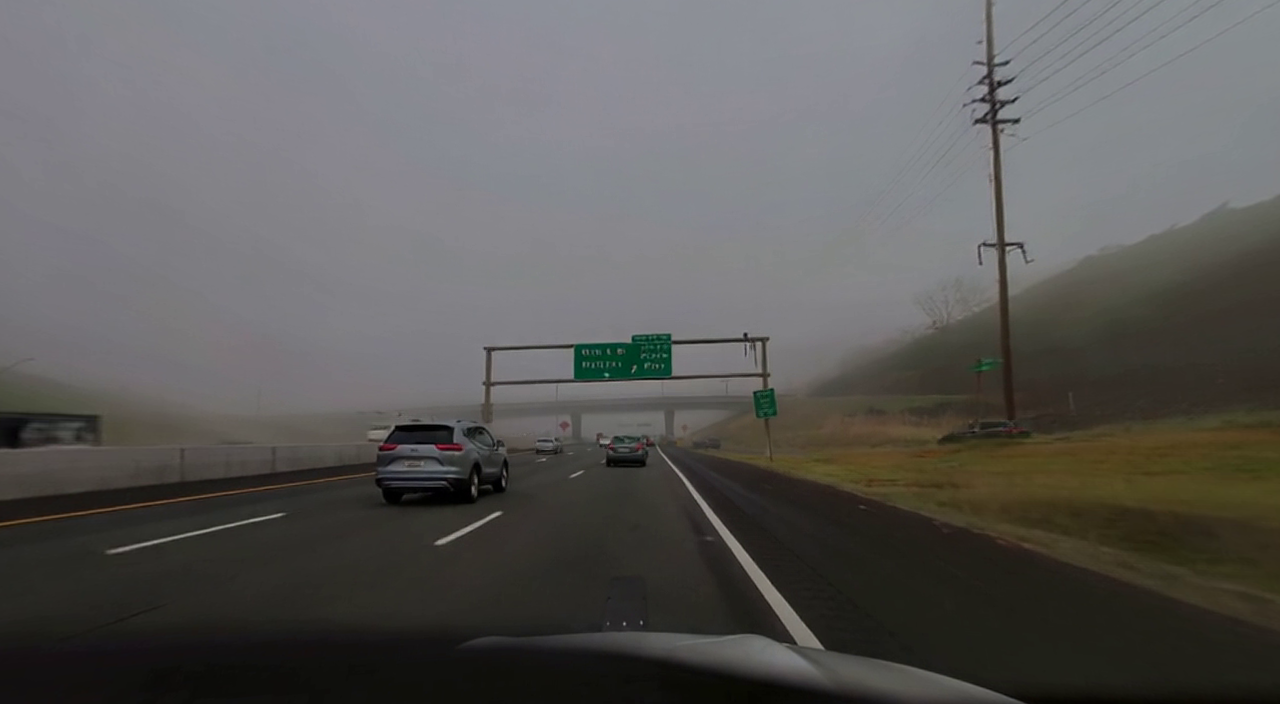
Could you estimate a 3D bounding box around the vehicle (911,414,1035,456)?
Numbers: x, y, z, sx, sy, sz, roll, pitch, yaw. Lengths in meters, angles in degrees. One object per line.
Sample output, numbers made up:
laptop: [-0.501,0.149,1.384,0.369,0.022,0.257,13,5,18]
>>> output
vehicle: [22.319,5.675,42.735,2.571,2.571,6.876,5,-10,-33]

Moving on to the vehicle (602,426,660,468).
vehicle: [-0.318,4.073,27.066,2.193,1.651,3.946,-1,-8,3]

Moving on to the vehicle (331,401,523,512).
vehicle: [-4.058,2.121,13.124,2.228,1.845,4.847,0,-8,1]
